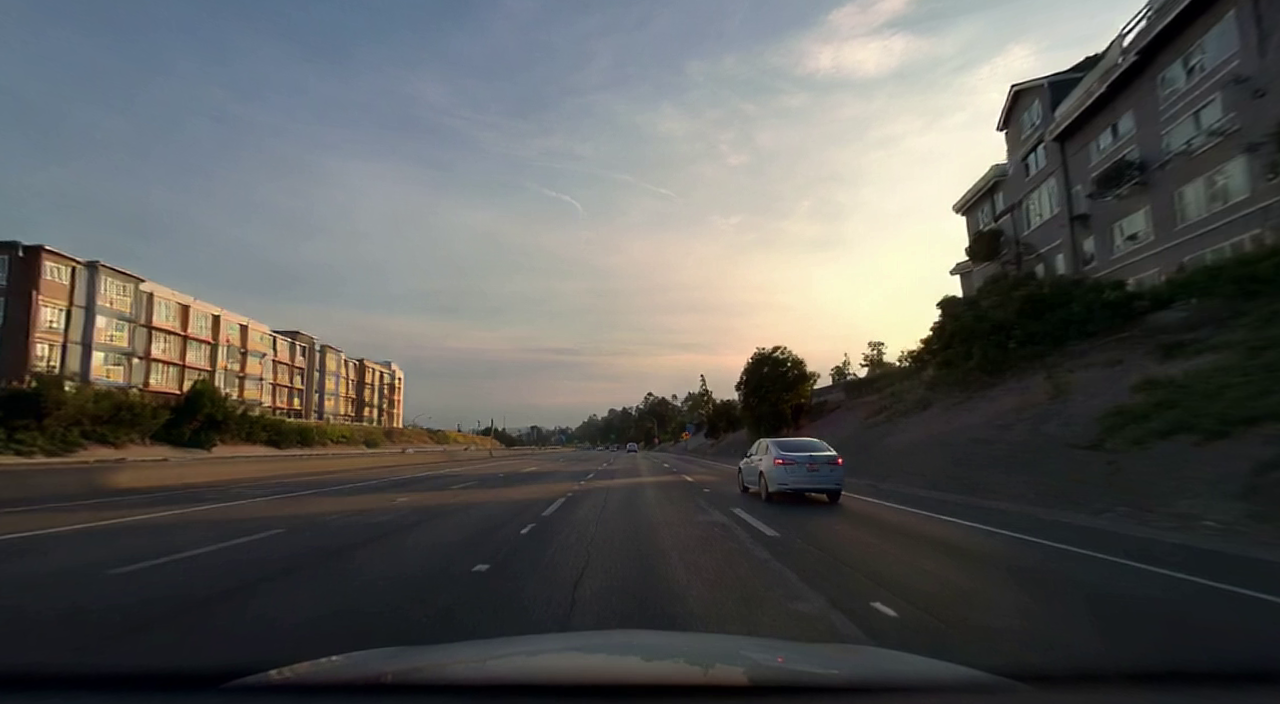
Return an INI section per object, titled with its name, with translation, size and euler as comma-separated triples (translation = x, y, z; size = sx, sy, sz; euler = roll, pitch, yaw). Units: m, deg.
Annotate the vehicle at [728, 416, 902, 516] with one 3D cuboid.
[vehicle]
translation = 3.447, 2.400, 13.743
size = 2.212, 1.753, 5.064
euler = 0, -9, -1
